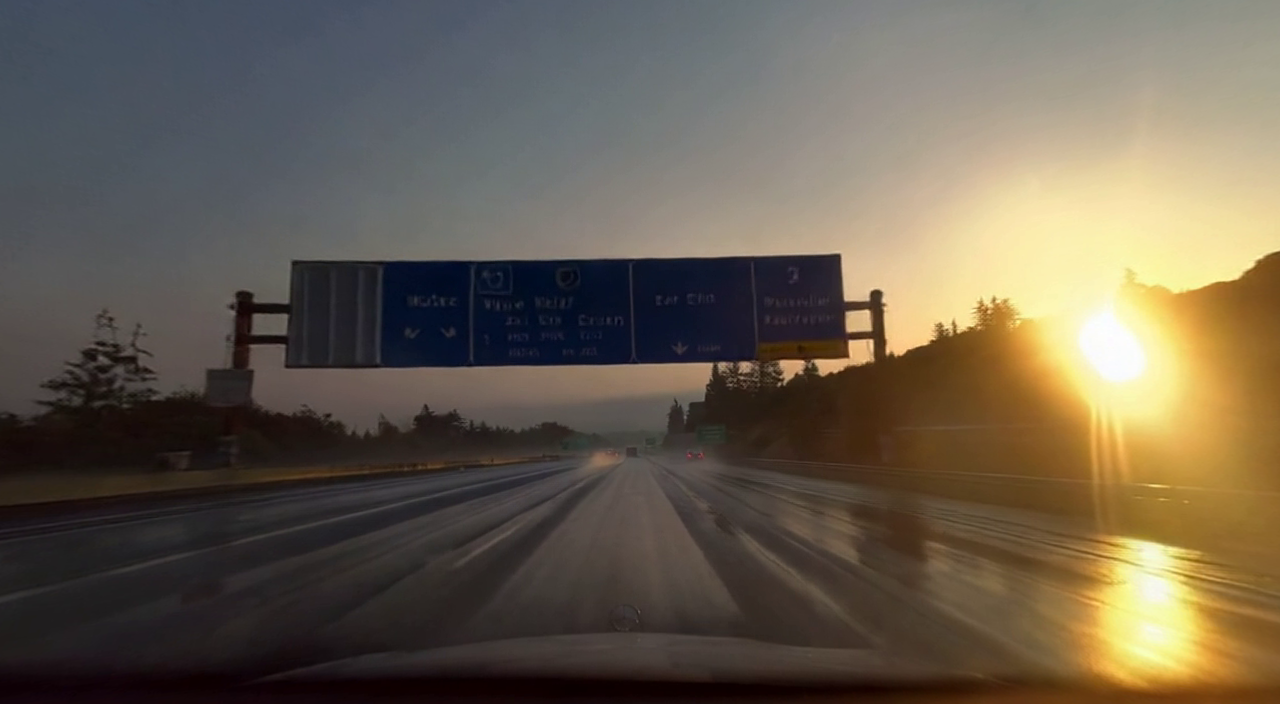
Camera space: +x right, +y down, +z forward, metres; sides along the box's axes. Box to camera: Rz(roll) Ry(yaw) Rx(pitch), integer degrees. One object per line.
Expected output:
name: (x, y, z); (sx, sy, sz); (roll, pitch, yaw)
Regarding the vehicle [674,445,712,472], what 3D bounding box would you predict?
vehicle: (3.632, 7.404, 43.911); (2.133, 1.746, 4.511); (0, -9, -1)
